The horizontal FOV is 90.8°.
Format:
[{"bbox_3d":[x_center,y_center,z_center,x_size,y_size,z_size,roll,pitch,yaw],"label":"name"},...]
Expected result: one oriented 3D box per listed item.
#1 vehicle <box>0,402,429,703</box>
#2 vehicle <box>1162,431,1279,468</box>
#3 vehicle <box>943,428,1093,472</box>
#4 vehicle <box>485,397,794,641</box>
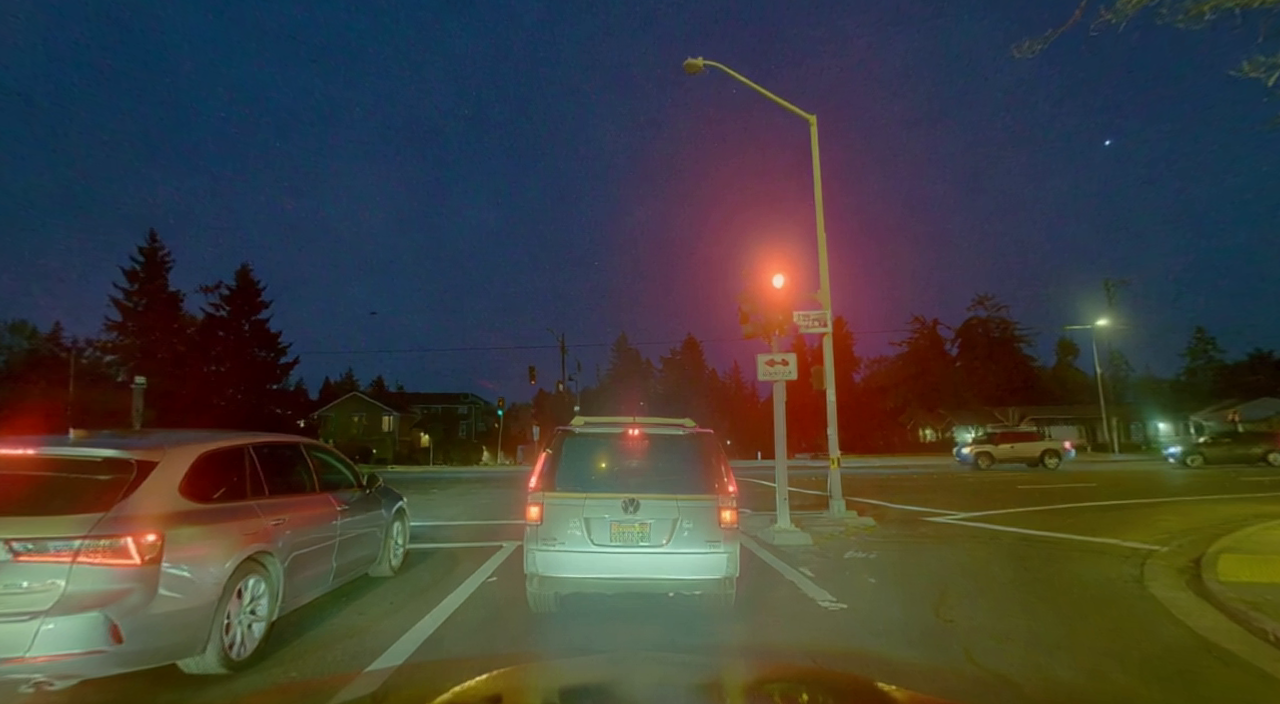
[{"bbox_3d":[-3.294,1.269,4.693,2.035,1.492,4.415,0,-9,-2],"label":"vehicle"},{"bbox_3d":[27.030,4.424,28.730,4.639,1.621,1.867,-1,-9,7],"label":"vehicle"},{"bbox_3d":[15.679,4.093,26.489,4.887,1.769,2.035,-1,-9,6],"label":"vehicle"},{"bbox_3d":[-0.147,1.470,6.564,2.154,1.670,4.140,1,-9,-5],"label":"vehicle"}]
